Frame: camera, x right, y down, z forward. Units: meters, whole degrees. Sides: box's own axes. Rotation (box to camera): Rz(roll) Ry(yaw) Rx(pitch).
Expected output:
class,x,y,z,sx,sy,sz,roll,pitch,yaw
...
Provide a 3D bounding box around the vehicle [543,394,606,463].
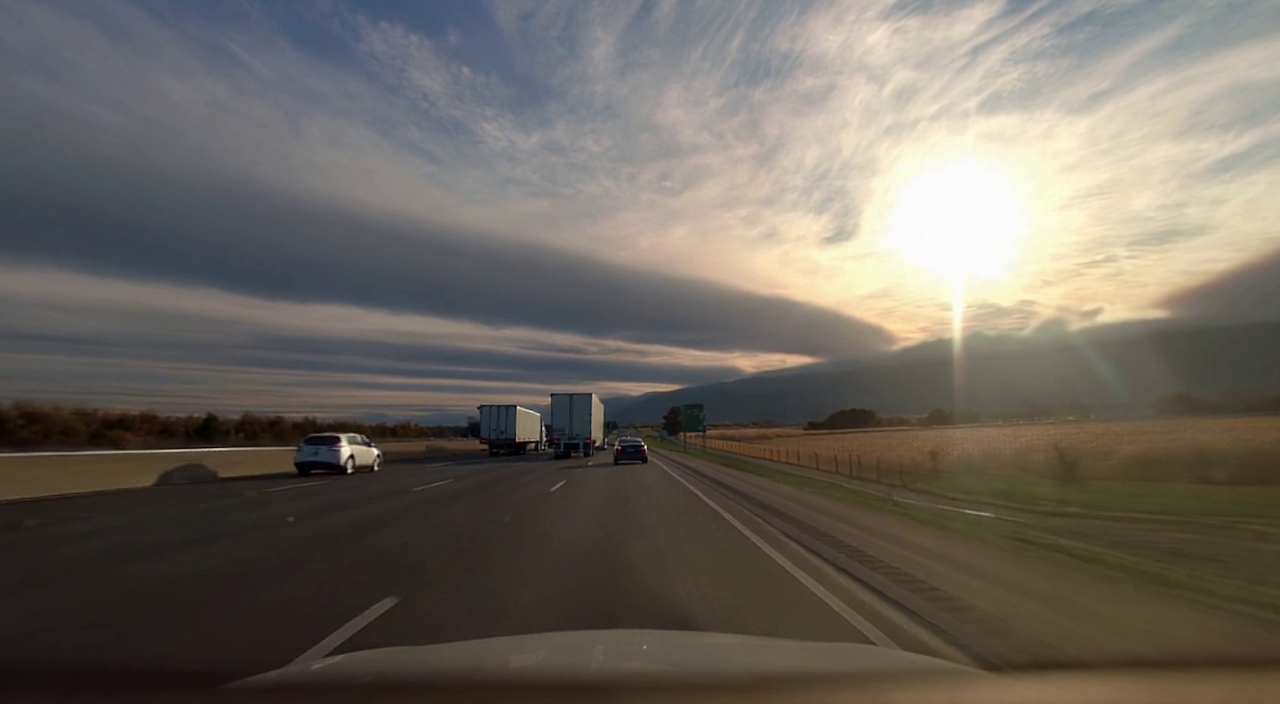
class,x,y,z,sx,sy,sz,roll,pitch,yaw
vehicle,-4.312,5.741,45.886,3.475,4.037,17.454,0,-8,-2

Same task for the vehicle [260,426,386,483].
class,x,y,z,sx,sy,sz,roll,pitch,yaw
vehicle,-11.369,3.686,23.041,2.153,1.841,4.790,0,-8,-1

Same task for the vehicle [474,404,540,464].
class,x,y,z,sx,sy,sz,roll,pitch,yaw
vehicle,-8.191,5.213,39.673,2.728,3.405,7.096,0,-8,-2

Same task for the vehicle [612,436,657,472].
class,x,y,z,sx,sy,sz,roll,pitch,yaw
vehicle,-0.305,4.489,27.960,1.891,1.477,3.599,0,-8,-2
